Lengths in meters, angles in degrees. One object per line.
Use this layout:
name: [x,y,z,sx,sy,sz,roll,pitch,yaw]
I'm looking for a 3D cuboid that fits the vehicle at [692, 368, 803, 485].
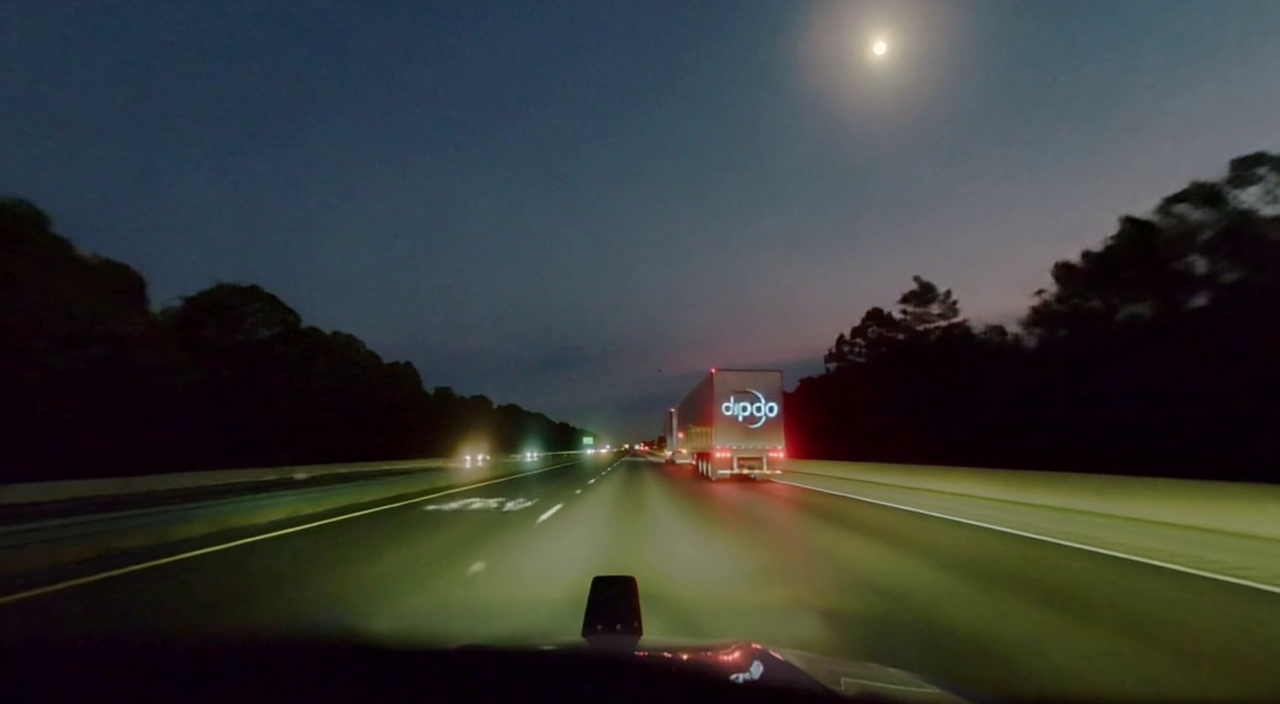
vehicle: [3.965,3.148,25.496,2.856,3.933,8.334,0,-9,-1]
